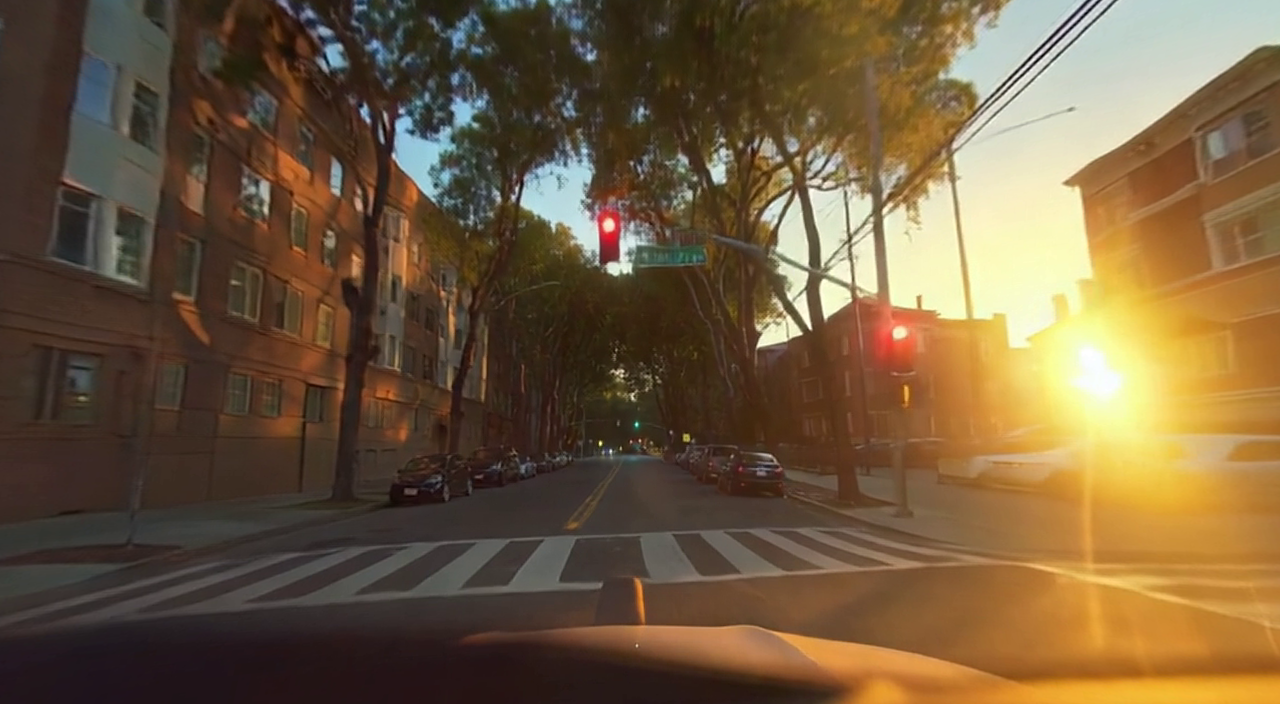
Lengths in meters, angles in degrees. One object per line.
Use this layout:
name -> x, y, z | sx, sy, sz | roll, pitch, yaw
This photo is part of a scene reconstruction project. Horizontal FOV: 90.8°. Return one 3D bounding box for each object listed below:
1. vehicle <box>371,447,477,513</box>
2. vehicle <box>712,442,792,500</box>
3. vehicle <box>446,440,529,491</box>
vehicle -> -6.606, 3.886, 19.833 | 1.763, 1.612, 4.462 | -6, -8, -1
vehicle -> 3.671, 3.966, 21.599 | 1.924, 1.657, 4.665 | 1, -8, 1
vehicle -> -6.346, 4.737, 26.854 | 2.175, 1.849, 4.725 | -3, -8, 2
